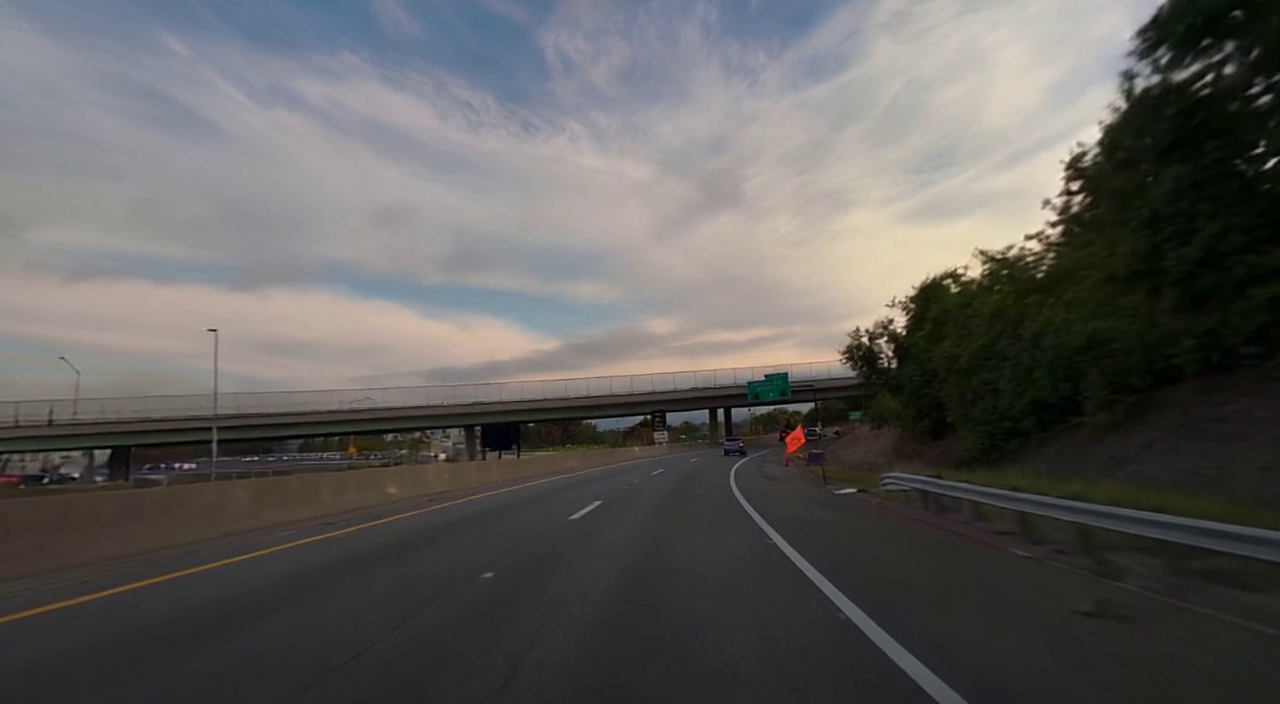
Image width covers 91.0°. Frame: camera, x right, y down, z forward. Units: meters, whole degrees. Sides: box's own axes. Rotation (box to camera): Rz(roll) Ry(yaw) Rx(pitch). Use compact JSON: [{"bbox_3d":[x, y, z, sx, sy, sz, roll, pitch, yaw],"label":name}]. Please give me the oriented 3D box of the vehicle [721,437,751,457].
[{"bbox_3d":[7.626,7.556,49.836,1.985,1.511,4.012,-2,-9,13],"label":"vehicle"}]
